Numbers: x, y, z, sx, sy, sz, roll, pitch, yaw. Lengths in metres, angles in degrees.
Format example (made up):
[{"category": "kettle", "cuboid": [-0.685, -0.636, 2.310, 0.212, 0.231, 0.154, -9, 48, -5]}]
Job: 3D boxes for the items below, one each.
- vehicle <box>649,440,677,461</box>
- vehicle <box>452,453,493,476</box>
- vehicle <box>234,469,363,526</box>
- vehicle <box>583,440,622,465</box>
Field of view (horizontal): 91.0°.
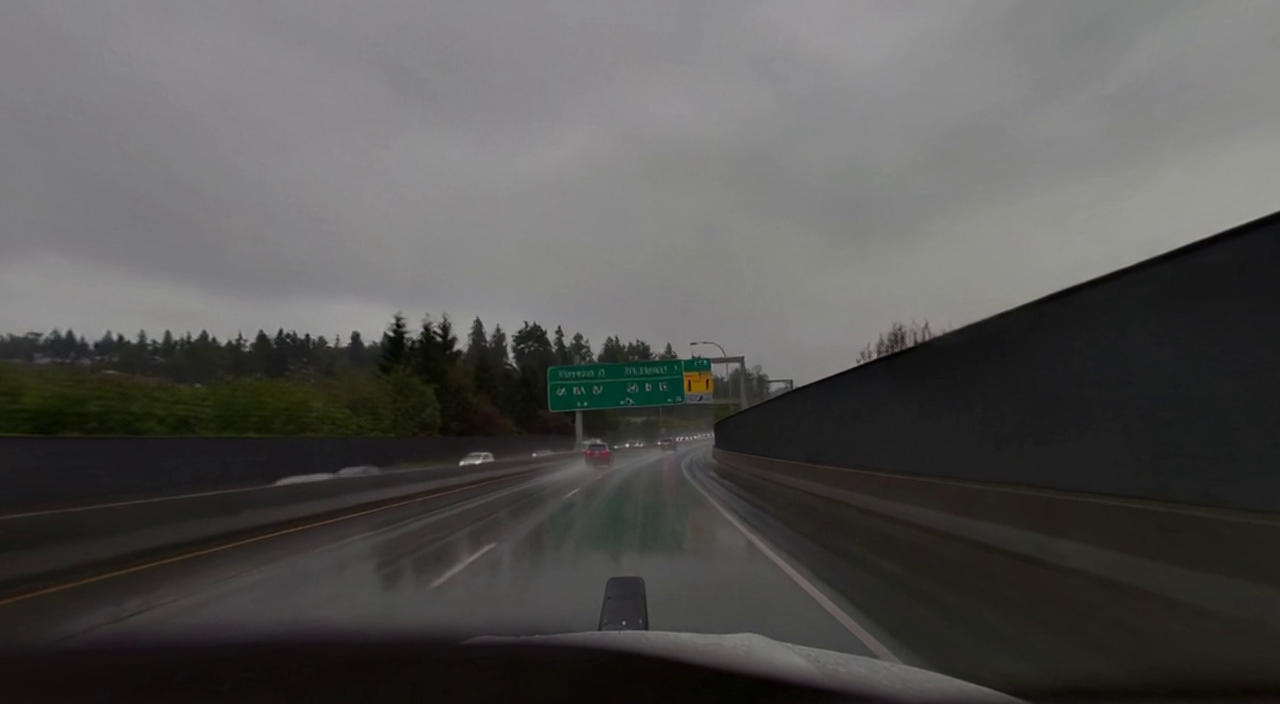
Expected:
[{"category": "vehicle", "cuboid": [1.857, 7.708, 49.287, 2.077, 1.533, 3.854, -1, -8, 4]}, {"category": "vehicle", "cuboid": [-12.977, 8.711, 48.910, 1.795, 1.604, 4.254, -1, -8, 3]}, {"category": "vehicle", "cuboid": [-10.546, 4.497, 19.820, 1.758, 1.406, 4.118, 0, -8, 0]}, {"category": "vehicle", "cuboid": [-2.388, 6.528, 41.029, 1.985, 1.518, 3.847, -1, -8, 4]}]
